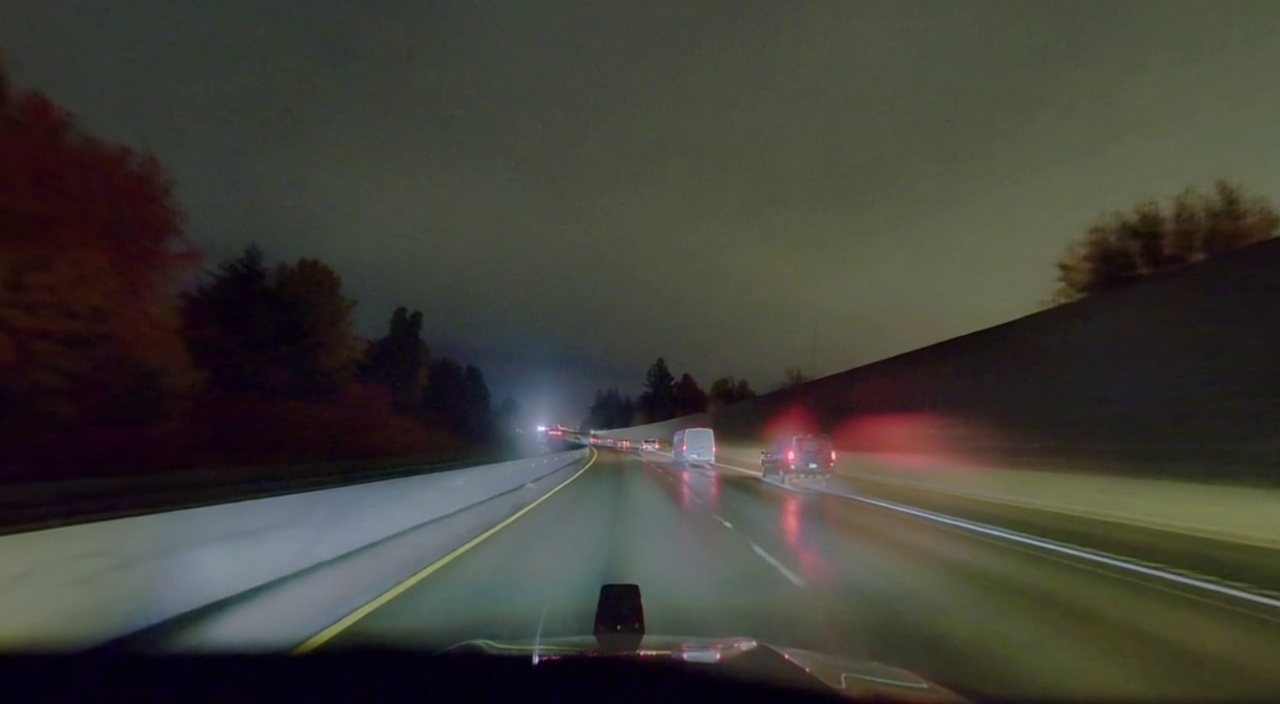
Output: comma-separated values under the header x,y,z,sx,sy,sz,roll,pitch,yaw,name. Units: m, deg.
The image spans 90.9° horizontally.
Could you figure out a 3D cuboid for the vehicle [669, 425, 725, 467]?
x,y,z,sx,sy,sz,roll,pitch,yaw,name
2.966,5.083,34.186,2.393,2.072,4.958,1,-8,-2,vehicle
